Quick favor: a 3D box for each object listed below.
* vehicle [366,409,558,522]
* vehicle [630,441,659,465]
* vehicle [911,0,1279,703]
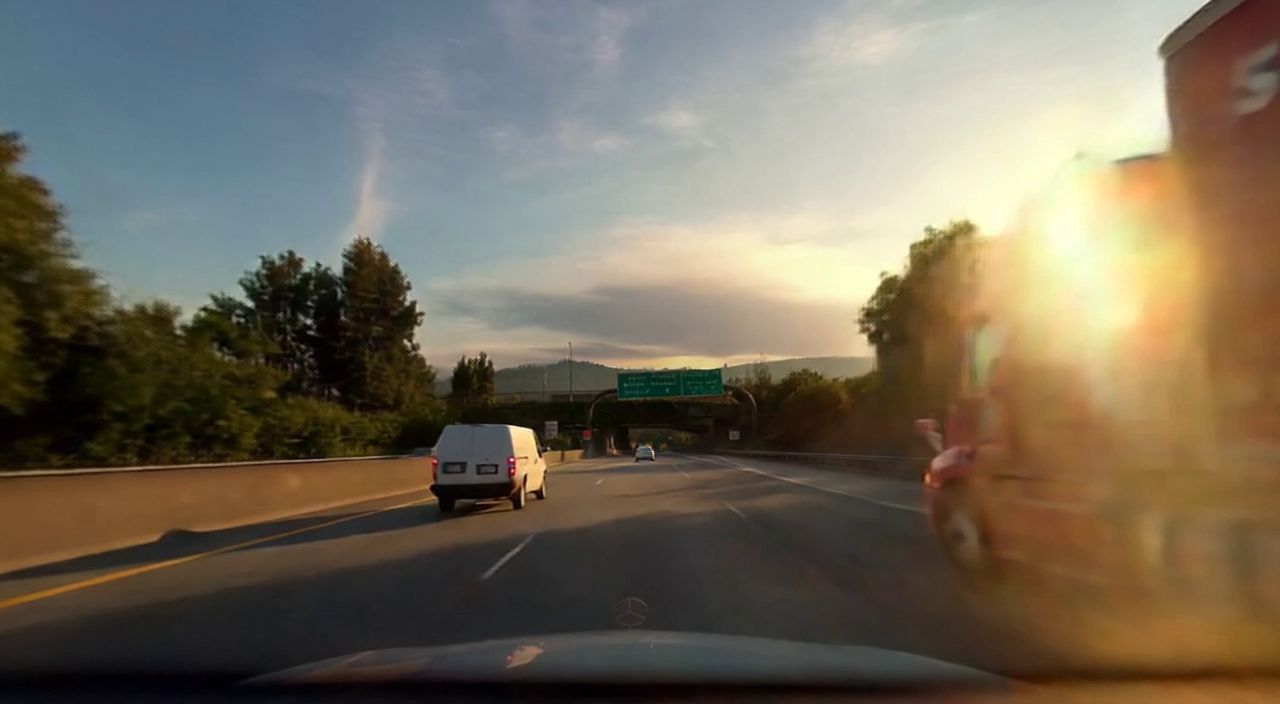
[{"bbox_3d":[-3.433,2.391,13.767,2.572,1.927,5.803,0,-9,-1],"label":"vehicle"},{"bbox_3d":[0.290,7.485,46.628,2.067,1.690,3.901,0,-9,-1],"label":"vehicle"},{"bbox_3d":[4.159,-0.144,2.455,3.007,3.949,7.005,0,-9,0],"label":"vehicle"}]
